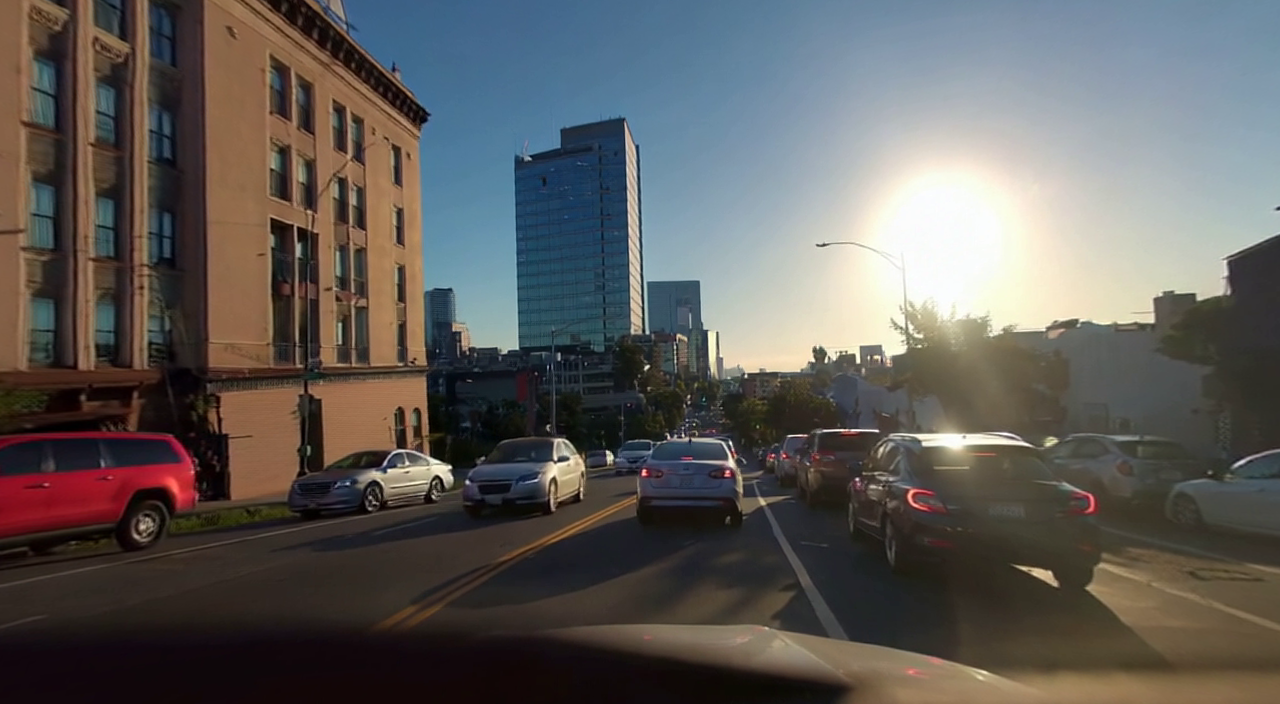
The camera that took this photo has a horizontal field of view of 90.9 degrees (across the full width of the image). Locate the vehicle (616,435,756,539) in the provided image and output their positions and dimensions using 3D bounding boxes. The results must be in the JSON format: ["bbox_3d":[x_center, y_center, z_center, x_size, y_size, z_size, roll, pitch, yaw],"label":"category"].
[{"bbox_3d":[0.927,2.232,11.086,2.031,1.461,3.763,-1,-8,9],"label":"vehicle"}]

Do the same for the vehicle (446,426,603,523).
[{"bbox_3d":[-2.270,2.562,13.817,2.030,1.730,4.453,-1,-8,8],"label":"vehicle"}]

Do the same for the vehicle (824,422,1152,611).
[{"bbox_3d":[3.466,1.656,7.362,1.982,1.510,4.144,-1,-8,9],"label":"vehicle"}]

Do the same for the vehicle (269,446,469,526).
[{"bbox_3d":[-5.899,2.916,14.440,1.928,1.503,4.322,-2,-9,13],"label":"vehicle"}]

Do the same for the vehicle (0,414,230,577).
[{"bbox_3d":[-7.860,1.829,7.943,1.934,1.770,4.546,-9,-9,8],"label":"vehicle"}]

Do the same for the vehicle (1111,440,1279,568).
[{"bbox_3d":[8.622,1.908,8.205,1.901,1.500,4.729,-1,-8,9],"label":"vehicle"}]
